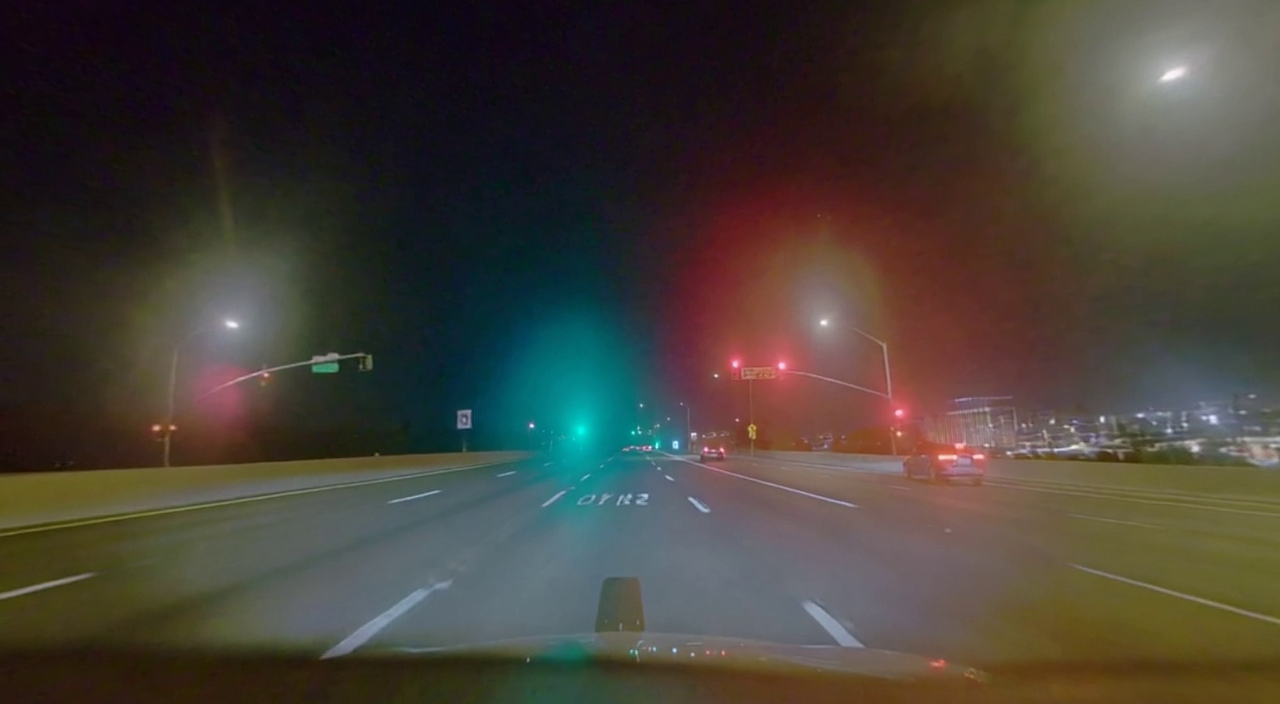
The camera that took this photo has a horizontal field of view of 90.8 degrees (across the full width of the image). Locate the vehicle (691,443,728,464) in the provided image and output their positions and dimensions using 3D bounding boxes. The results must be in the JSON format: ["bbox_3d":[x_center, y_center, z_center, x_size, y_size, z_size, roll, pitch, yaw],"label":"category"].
[{"bbox_3d":[5.200,7.691,48.090,2.187,1.475,4.529,0,-9,-1],"label":"vehicle"}]
